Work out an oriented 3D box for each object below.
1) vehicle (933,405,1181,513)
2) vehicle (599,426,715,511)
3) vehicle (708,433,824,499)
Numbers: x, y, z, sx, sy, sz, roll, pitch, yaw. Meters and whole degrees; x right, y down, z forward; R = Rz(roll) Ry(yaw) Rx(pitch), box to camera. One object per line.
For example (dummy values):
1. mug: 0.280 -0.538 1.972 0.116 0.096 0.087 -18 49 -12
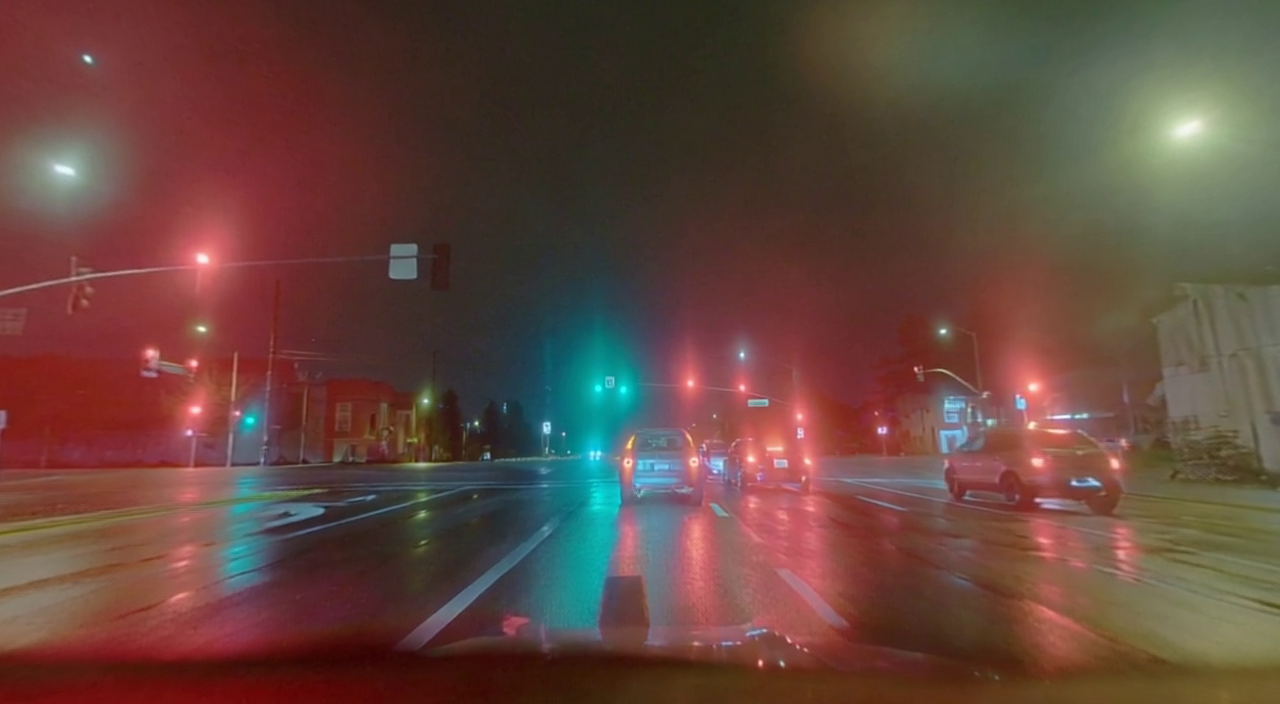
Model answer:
1. vehicle: 8.510 2.248 13.634 2.132 1.892 4.851 0 -8 2
2. vehicle: 0.286 2.446 13.759 2.099 1.516 4.681 0 -8 -1
3. vehicle: 3.007 2.829 16.031 1.994 1.436 4.169 0 -8 -2
